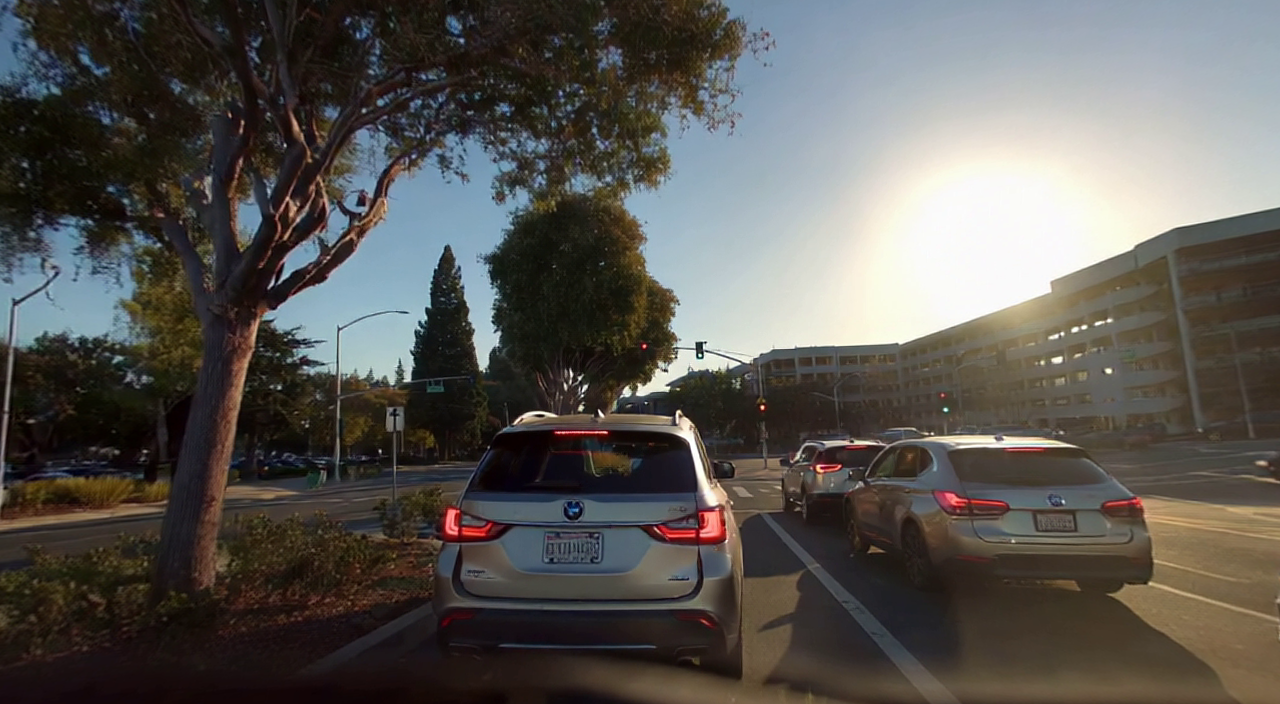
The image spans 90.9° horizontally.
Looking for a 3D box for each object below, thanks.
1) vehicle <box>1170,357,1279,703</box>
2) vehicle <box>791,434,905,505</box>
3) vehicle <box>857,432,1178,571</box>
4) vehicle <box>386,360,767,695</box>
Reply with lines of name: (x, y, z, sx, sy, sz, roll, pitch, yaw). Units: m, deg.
vehicle: (4.059, 0.600, 1.113, 1.993, 1.719, 4.953, 0, -8, 1)
vehicle: (5.330, 3.033, 16.720, 1.994, 1.638, 4.100, -1, -9, 6)
vehicle: (4.899, 1.967, 9.184, 1.963, 1.480, 4.553, 0, -8, 2)
vehicle: (-0.211, 1.235, 5.563, 2.021, 1.742, 4.295, -1, -8, 4)
